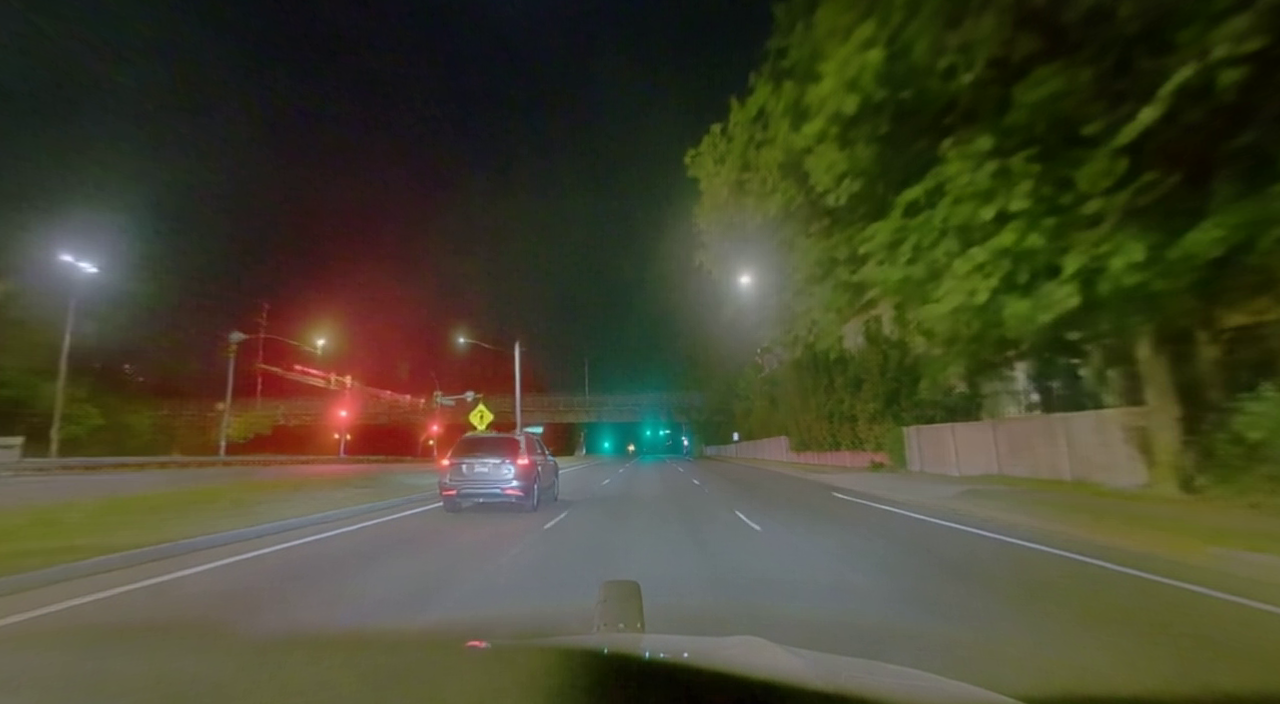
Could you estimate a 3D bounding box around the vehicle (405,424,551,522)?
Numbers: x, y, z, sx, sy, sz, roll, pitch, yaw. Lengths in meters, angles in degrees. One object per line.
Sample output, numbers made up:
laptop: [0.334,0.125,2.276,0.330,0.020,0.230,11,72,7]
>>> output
vehicle: [-3.180,2.493,13.346,1.882,1.704,4.335,-1,-9,1]
